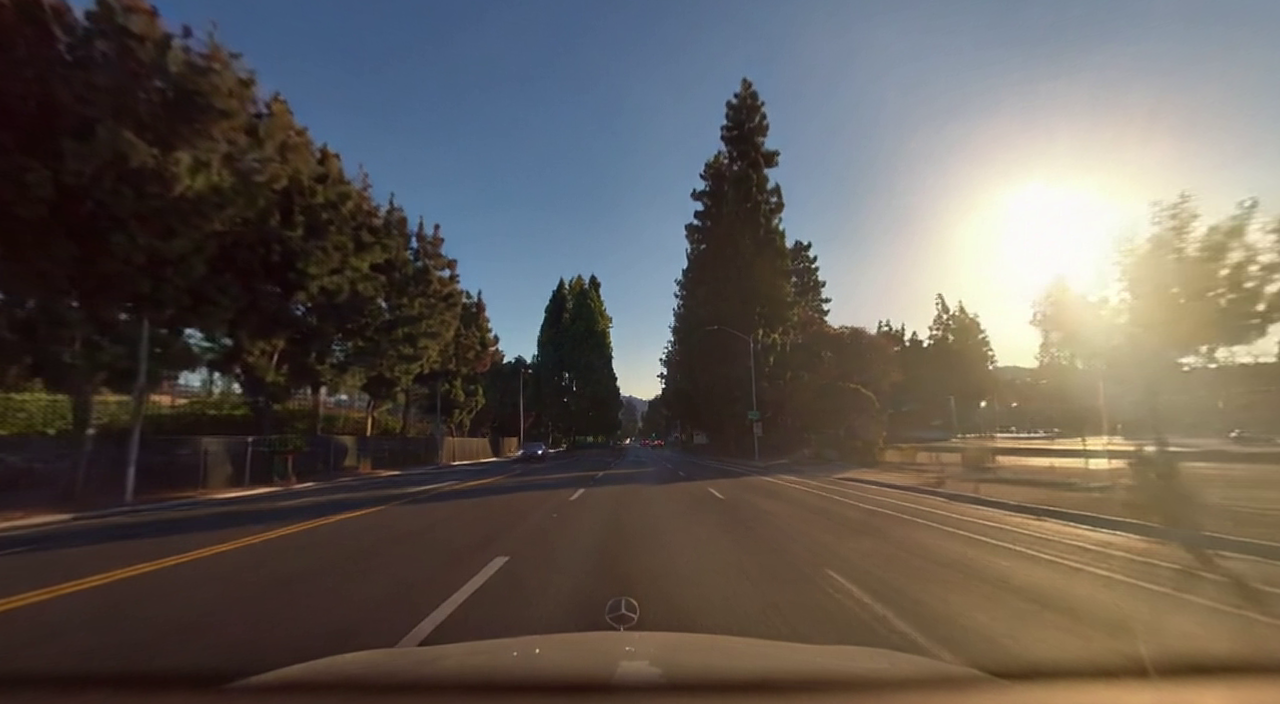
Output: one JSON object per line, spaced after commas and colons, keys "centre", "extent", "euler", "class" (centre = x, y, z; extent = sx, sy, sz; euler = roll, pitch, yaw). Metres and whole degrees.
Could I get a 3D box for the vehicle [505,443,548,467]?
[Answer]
{"centre": [-7.689, 7.010, 43.248], "extent": [2.055, 1.478, 4.843], "euler": [0, -8, 0], "class": "vehicle"}
